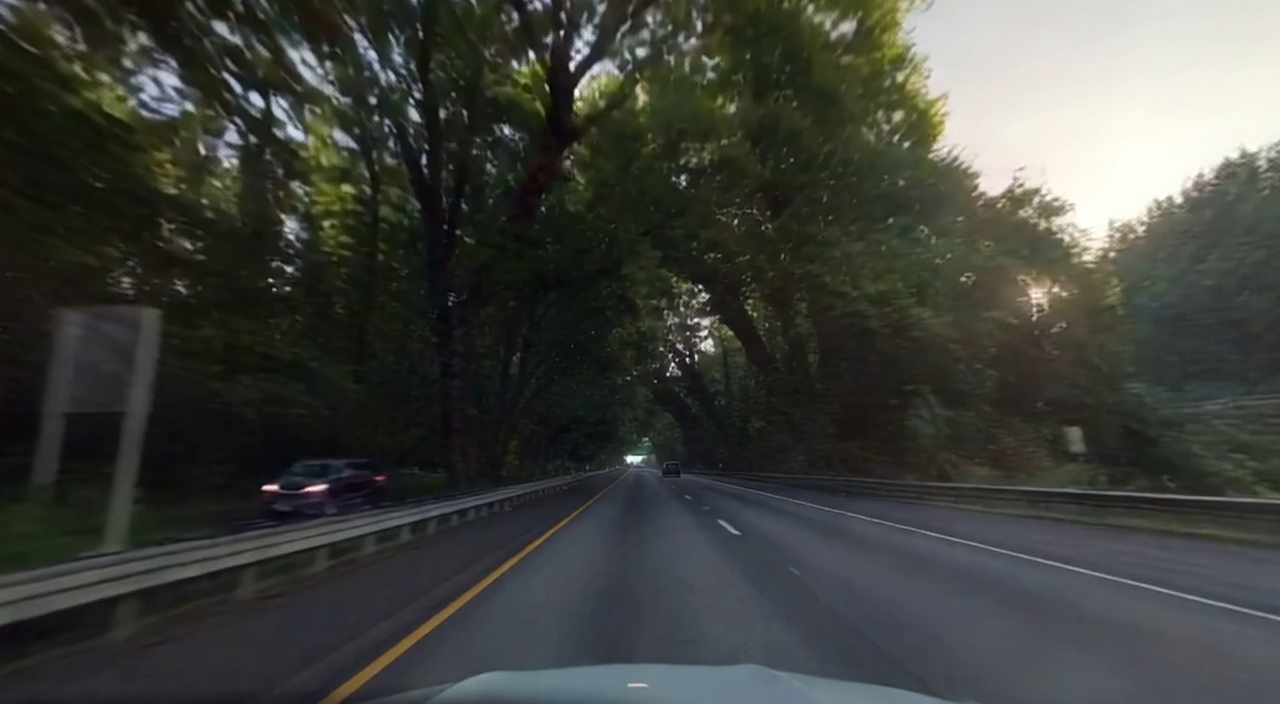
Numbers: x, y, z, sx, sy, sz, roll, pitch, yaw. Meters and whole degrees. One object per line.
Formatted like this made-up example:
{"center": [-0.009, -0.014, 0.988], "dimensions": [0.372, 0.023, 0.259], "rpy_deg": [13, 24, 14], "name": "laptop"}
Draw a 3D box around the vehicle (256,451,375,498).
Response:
{"center": [-11.852, 4.533, 23.437], "dimensions": [1.958, 1.559, 4.565], "rpy_deg": [1, -10, 0], "name": "vehicle"}
